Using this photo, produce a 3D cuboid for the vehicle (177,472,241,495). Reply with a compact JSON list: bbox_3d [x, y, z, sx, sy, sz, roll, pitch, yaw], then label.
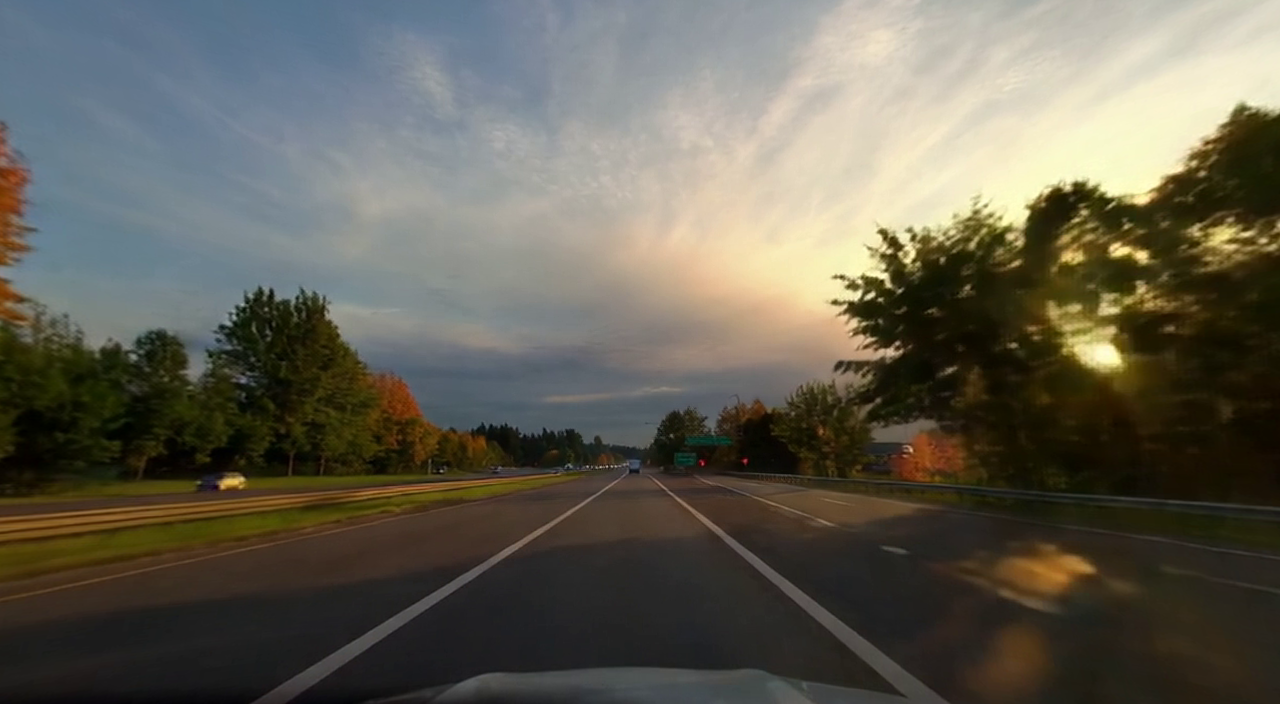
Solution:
[{"bbox_3d":[-30.648,9.327,44.963,1.770,1.466,4.225,2,-11,-4],"label":"vehicle"}]
